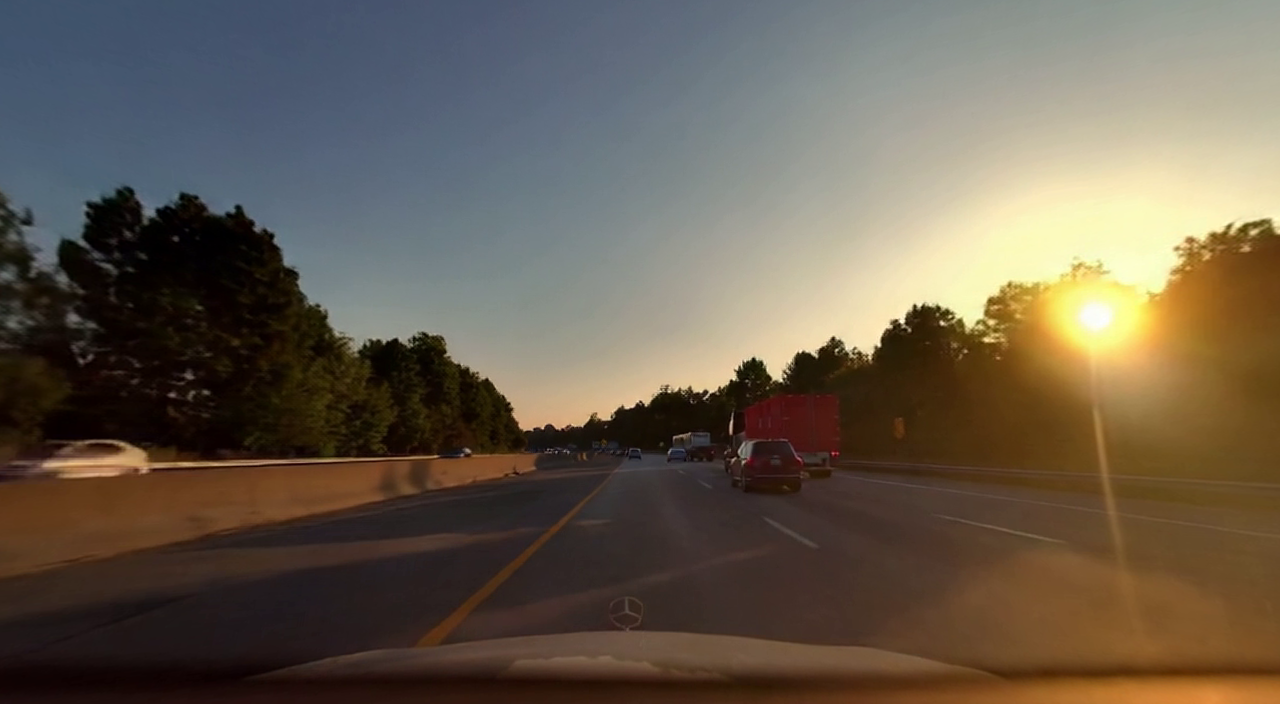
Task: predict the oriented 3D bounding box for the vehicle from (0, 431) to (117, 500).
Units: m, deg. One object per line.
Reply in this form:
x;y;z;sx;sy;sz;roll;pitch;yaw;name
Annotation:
-15.434;2.758;15.405;1.865;1.532;3.932;0;-9;0;vehicle

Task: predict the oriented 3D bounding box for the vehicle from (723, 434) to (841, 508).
3.493;3.029;16.404;2.022;1.658;4.132;0;-9;-1;vehicle

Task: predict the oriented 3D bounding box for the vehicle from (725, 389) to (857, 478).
7.963;4.979;36.932;3.441;4.016;16.812;0;-9;-1;vehicle
